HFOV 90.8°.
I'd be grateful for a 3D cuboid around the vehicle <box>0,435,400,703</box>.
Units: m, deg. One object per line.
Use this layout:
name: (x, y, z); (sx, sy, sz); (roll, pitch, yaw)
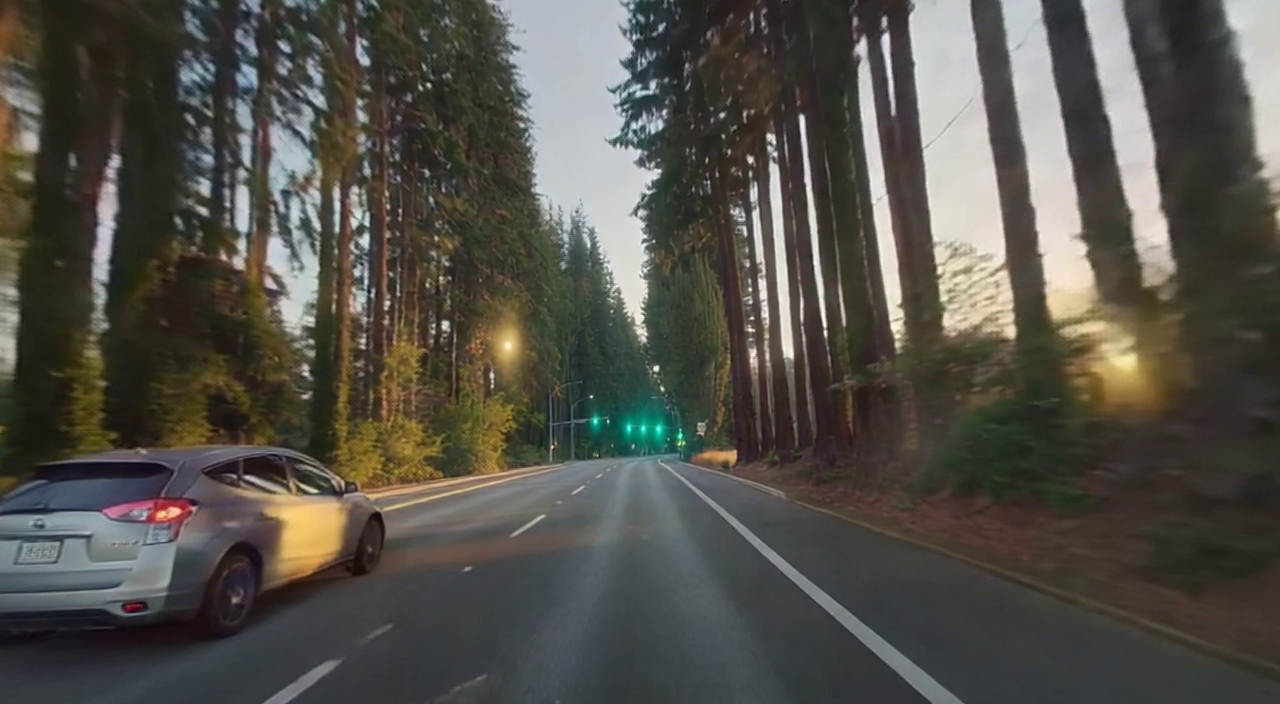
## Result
vehicle: (-3.890, 1.483, 5.470); (1.946, 1.437, 4.154); (-1, -8, 1)
